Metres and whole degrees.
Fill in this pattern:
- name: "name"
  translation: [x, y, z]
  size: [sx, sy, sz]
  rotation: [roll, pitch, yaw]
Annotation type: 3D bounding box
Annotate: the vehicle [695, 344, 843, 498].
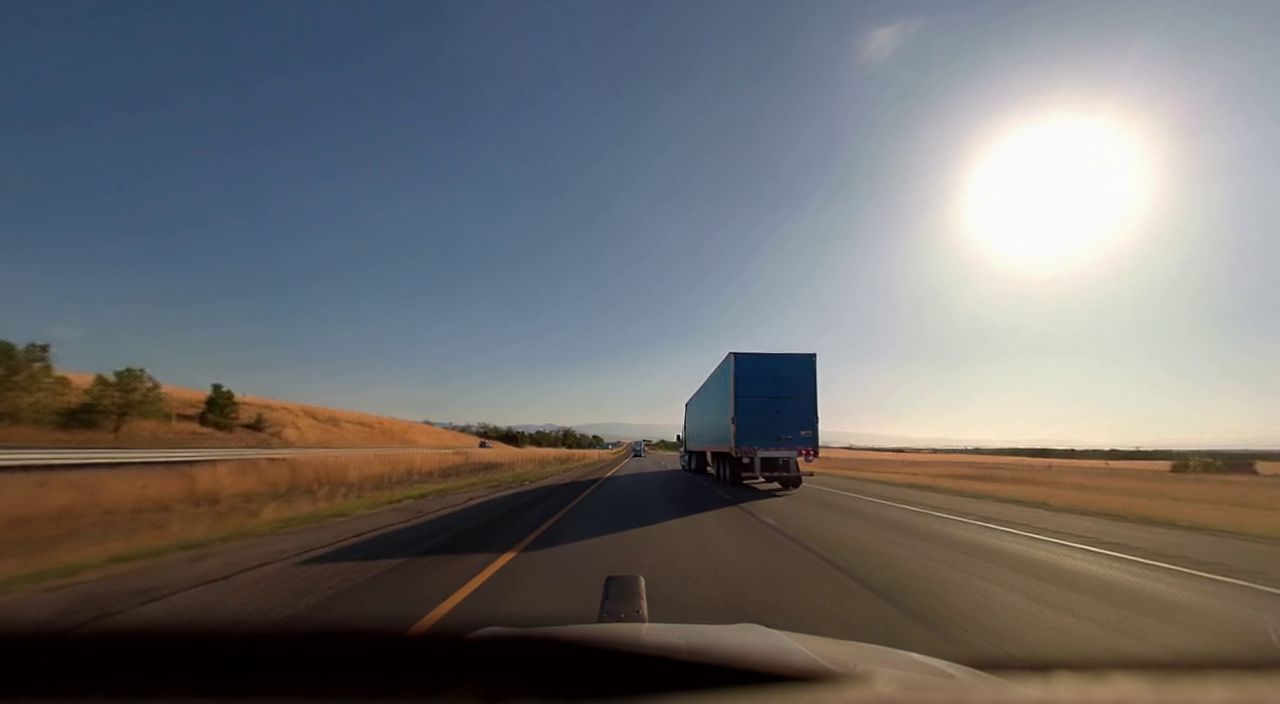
- name: "vehicle"
  translation: [4.066, 2.864, 23.752]
  size: [2.818, 4.206, 12.987]
  rotation: [0, -9, 0]
